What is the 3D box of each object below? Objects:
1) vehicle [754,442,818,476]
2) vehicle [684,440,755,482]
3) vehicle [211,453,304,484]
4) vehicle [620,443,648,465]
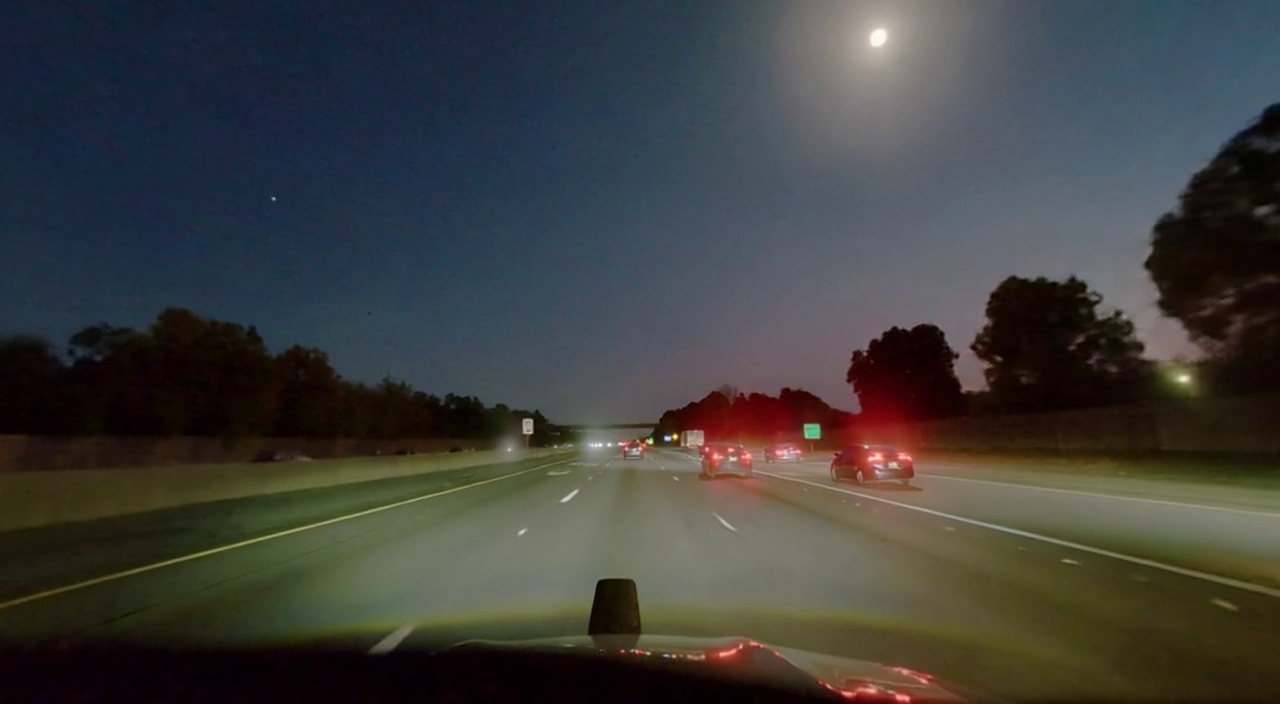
[{"bbox_3d":[6.998,5.155,30.764,1.946,1.497,4.467,0,-9,-2],"label":"vehicle"},{"bbox_3d":[3.057,4.309,25.297,2.076,1.472,4.562,0,-9,-2],"label":"vehicle"},{"bbox_3d":[-20.066,6.089,33.420,1.998,1.460,4.654,0,-9,0],"label":"vehicle"},{"bbox_3d":[-0.513,7.786,48.354,2.029,1.595,4.207,0,-9,-2],"label":"vehicle"}]
